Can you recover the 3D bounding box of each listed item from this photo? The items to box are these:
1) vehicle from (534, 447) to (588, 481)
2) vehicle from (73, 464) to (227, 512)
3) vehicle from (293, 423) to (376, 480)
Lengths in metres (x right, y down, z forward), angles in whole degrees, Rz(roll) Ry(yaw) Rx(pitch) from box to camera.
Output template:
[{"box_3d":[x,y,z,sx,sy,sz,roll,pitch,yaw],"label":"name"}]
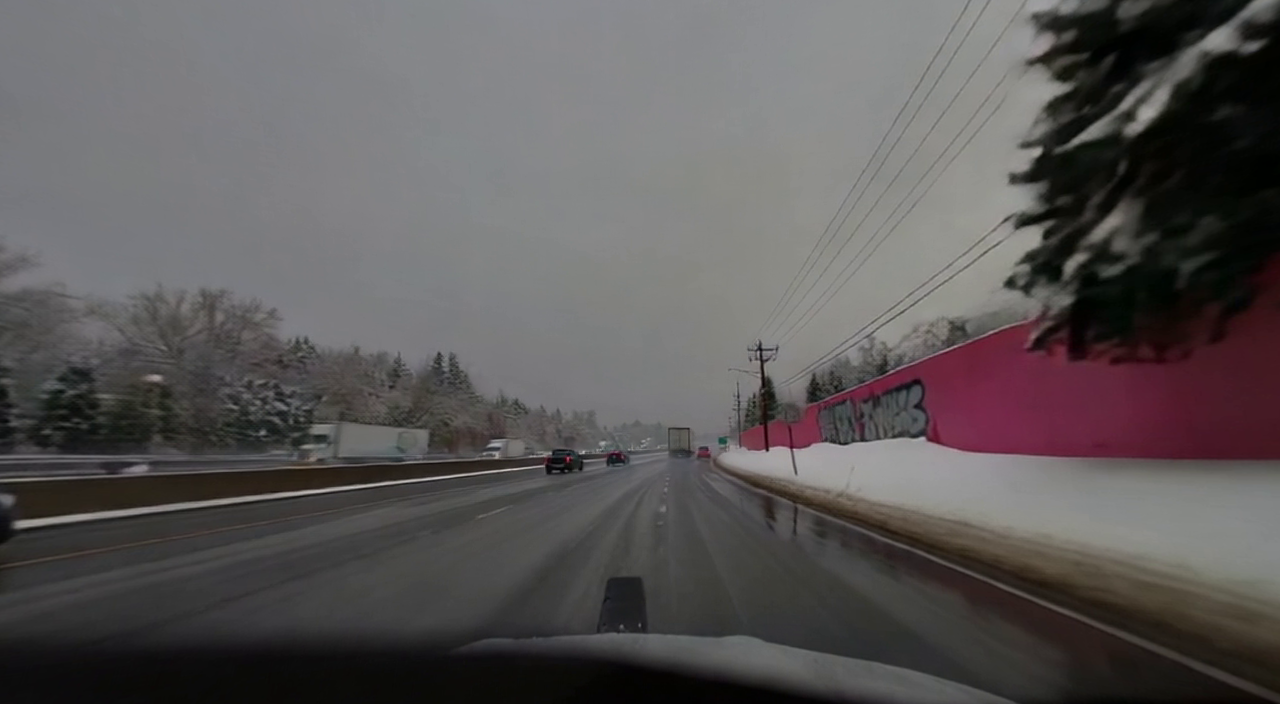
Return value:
[{"box_3d":[-3.840,5.516,31.218,1.966,1.565,3.766,-1,-9,4],"label":"vehicle"},{"box_3d":[-16.583,4.593,21.590,2.350,1.381,3.448,-1,-9,4],"label":"vehicle"},{"box_3d":[-23.118,7.587,48.101,2.936,3.968,5.865,-1,-9,5],"label":"vehicle"}]
